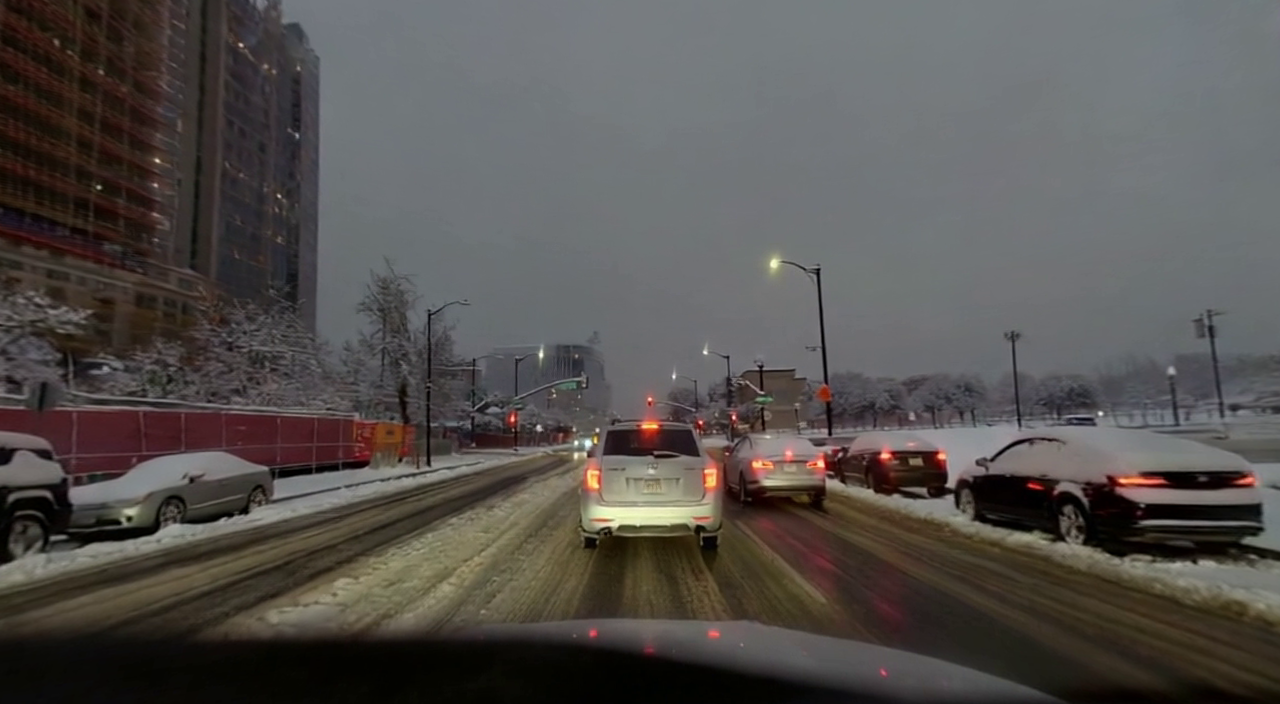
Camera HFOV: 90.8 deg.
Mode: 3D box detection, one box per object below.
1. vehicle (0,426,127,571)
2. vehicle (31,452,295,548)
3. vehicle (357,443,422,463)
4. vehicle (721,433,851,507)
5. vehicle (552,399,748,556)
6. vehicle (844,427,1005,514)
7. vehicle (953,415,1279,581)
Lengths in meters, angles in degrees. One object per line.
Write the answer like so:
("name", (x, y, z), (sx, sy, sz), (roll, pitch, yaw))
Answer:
("vehicle", (-9.921, 1.941, 7.683), (2.294, 1.948, 6.025), (-6, -10, 1))
("vehicle", (-9.717, 2.994, 13.514), (2.054, 1.467, 4.595), (-3, -7, 1))
("vehicle", (-19.150, 7.696, 48.415), (1.759, 1.457, 4.297), (-7, -11, 37))
("vehicle", (3.228, 2.698, 14.871), (1.999, 1.487, 3.939), (0, -8, -2))
("vehicle", (0.107, 1.772, 9.543), (2.264, 1.798, 4.258), (0, -8, 0))
("vehicle", (6.476, 2.729, 15.024), (1.930, 1.736, 4.329), (-1, -8, 2))
("vehicle", (6.259, 1.763, 8.596), (1.819, 1.672, 4.139), (0, -7, -1))
